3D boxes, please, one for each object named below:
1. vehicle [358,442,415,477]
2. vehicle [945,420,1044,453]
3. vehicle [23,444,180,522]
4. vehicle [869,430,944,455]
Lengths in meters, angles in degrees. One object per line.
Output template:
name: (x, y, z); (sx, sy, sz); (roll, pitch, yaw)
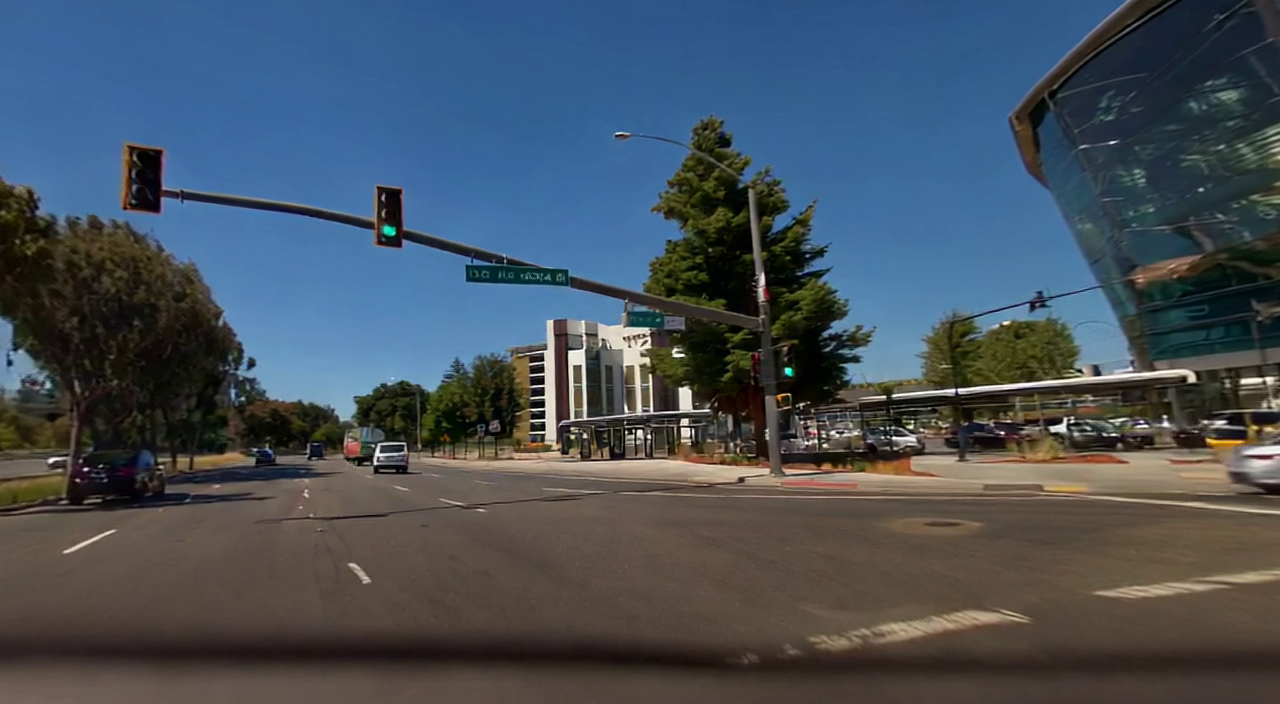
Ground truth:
vehicle: (-14.178, 5.926, 35.120); (2.345, 1.803, 4.261); (4, -9, -28)
vehicle: (21.557, 5.206, 38.570); (1.860, 1.629, 4.805); (-1, -8, -32)
vehicle: (-14.386, 3.415, 17.222); (2.097, 1.782, 4.682); (4, -9, -27)
vehicle: (18.366, 6.285, 43.698); (1.796, 1.445, 4.535); (-1, -7, -29)
